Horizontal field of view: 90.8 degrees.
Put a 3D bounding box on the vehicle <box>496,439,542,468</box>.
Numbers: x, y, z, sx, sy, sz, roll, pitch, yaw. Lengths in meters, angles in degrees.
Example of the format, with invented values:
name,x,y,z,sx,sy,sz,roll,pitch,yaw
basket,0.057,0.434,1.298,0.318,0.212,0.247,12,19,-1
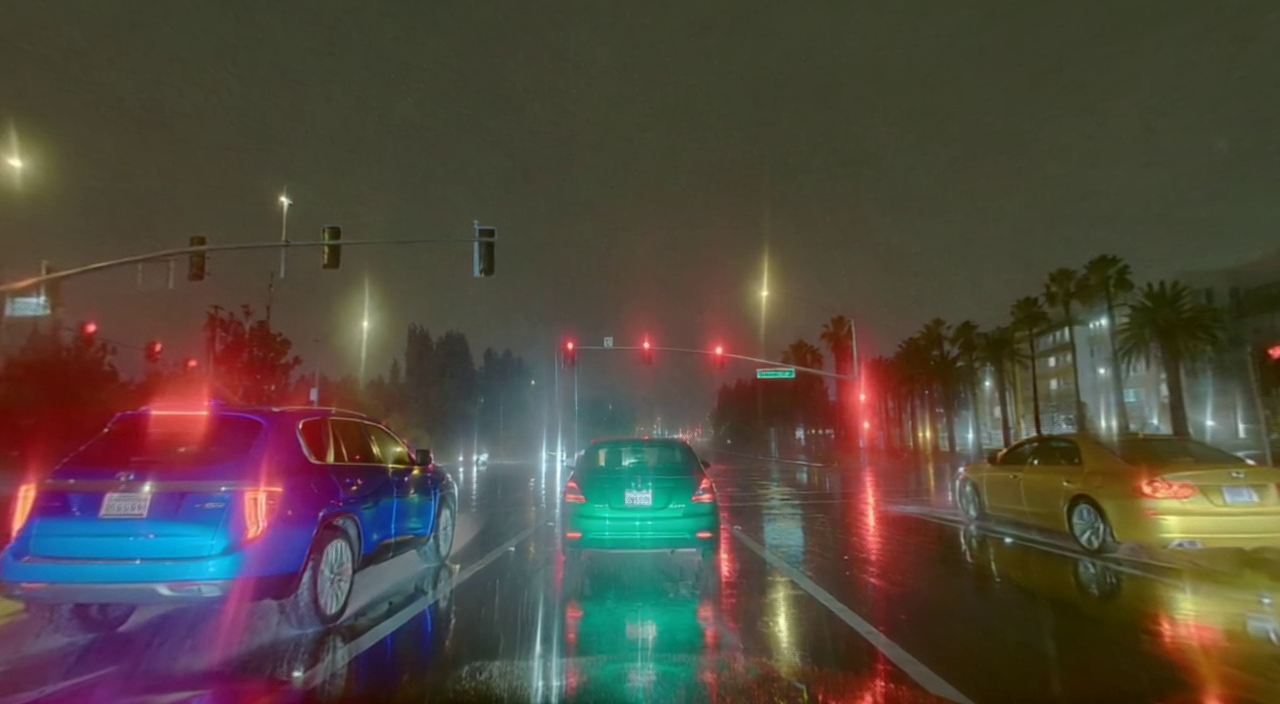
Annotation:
name,x,y,z,sx,sy,sz,roll,pitch,yaw
vehicle,-7.951,6.708,42.020,2.130,1.810,4.450,-2,-8,1

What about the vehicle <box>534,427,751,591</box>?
name,x,y,z,sx,sy,sz,roll,pitch,yaw
vehicle,-0.006,1.707,7.725,1.942,1.445,3.973,0,-8,-1

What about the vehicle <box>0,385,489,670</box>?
name,x,y,z,sx,sy,sz,roll,pitch,yaw
vehicle,-3.106,1.370,6.079,2.051,1.682,4.467,0,-8,2

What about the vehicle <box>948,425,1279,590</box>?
name,x,y,z,sx,sy,sz,roll,pitch,yaw
vehicle,6.084,1.763,8.106,1.970,1.489,4.482,0,-8,-1
